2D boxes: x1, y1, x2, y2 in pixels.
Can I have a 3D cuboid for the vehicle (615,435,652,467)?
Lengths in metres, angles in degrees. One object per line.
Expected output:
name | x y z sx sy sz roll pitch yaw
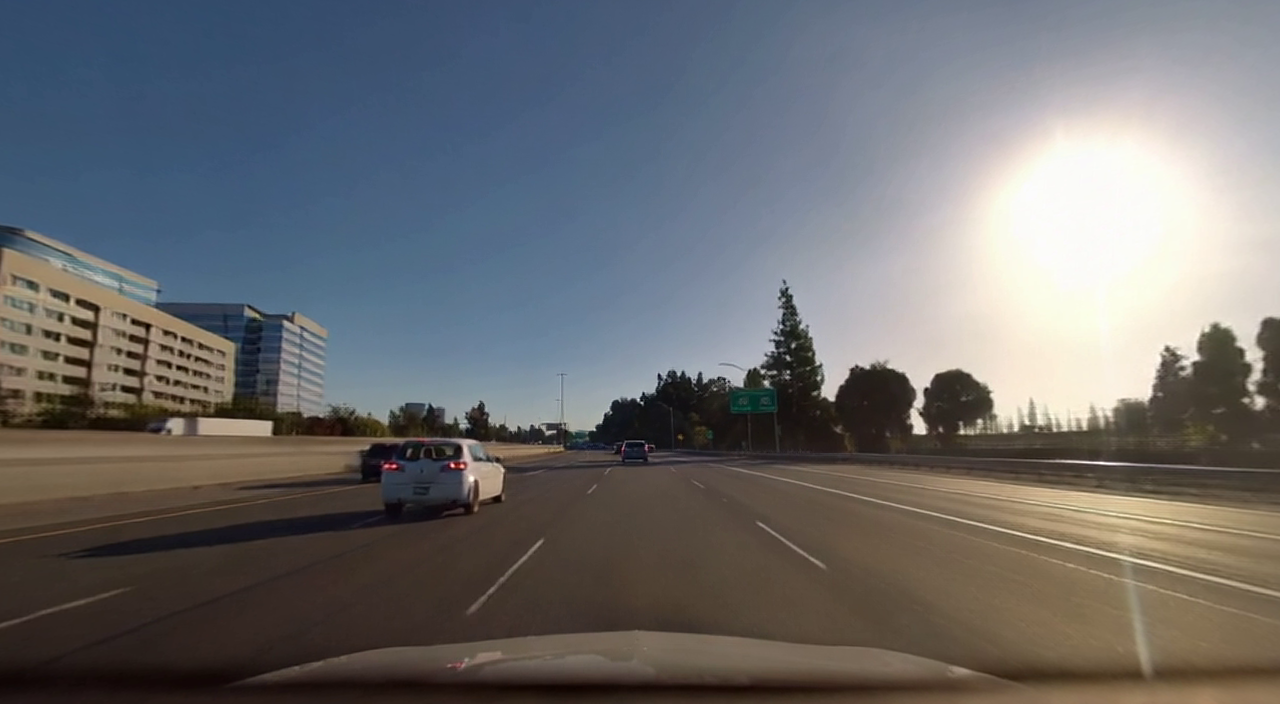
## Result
vehicle | -0.430 6.494 41.537 2.269 1.924 4.596 0 -8 -1

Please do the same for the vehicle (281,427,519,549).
vehicle | -3.624 2.146 10.803 2.140 1.574 4.946 0 -8 0
